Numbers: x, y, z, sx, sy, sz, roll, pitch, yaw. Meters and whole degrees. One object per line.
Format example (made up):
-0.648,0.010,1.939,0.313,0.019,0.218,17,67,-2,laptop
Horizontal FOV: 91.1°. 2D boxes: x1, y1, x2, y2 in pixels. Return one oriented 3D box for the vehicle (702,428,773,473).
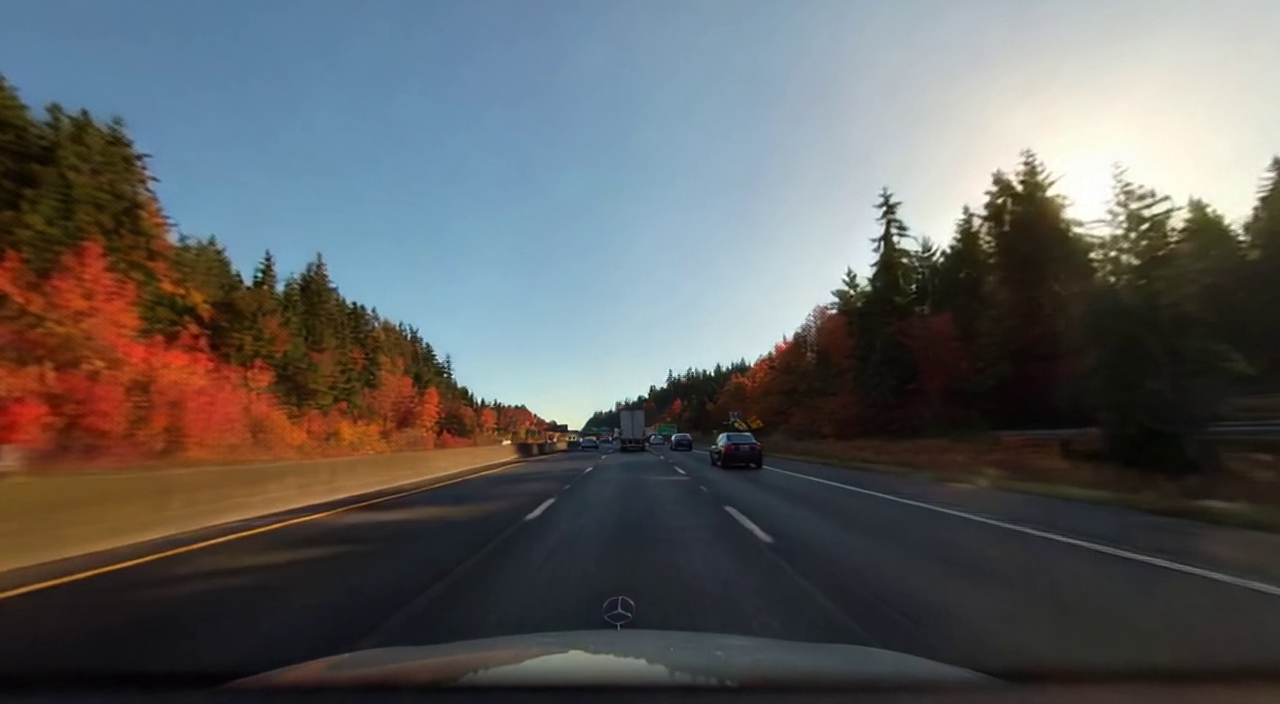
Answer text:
3.517,3.615,23.332,1.882,1.492,3.958,0,-8,-2,vehicle
